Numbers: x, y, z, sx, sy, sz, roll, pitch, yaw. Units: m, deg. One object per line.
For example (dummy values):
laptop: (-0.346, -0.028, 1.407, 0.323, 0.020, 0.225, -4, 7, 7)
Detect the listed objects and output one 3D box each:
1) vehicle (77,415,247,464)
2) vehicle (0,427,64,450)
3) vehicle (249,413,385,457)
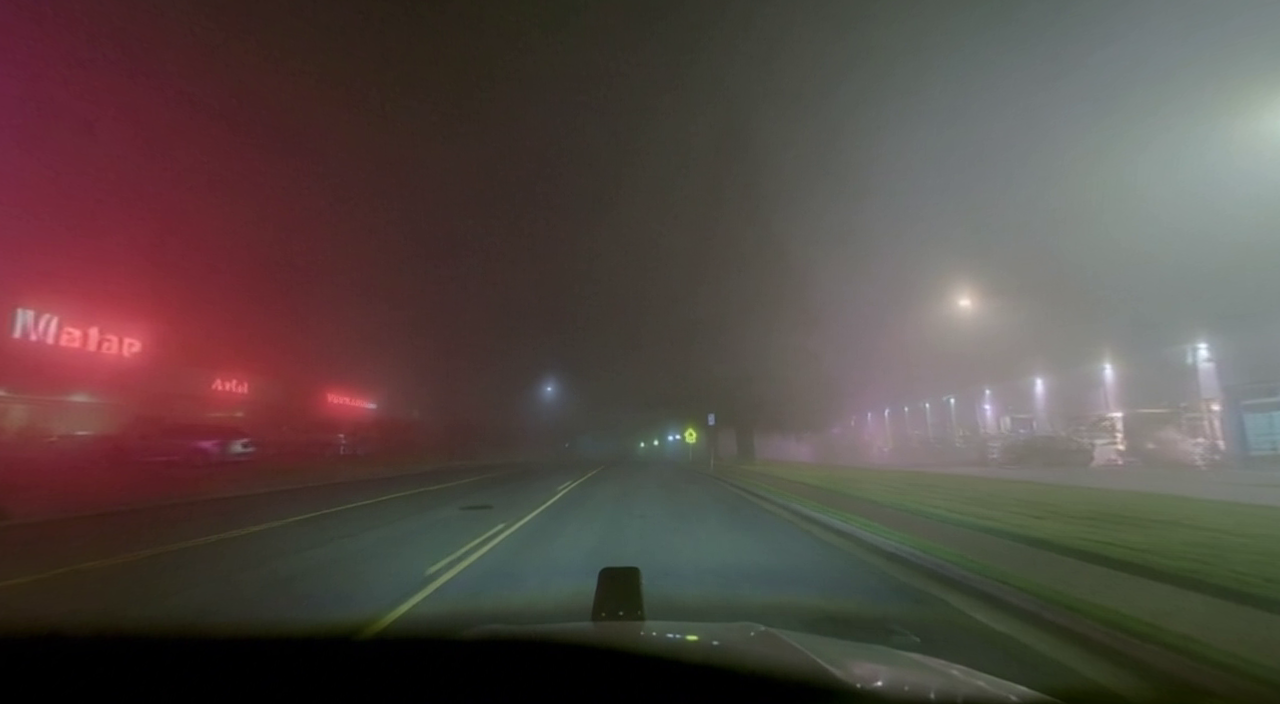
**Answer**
vehicle: (-19.409, 3.602, 25.877, 5.109, 1.891, 2.206, 0, -8, -1)
vehicle: (-46.373, 6.503, 47.504, 4.146, 1.644, 1.716, 5, -10, -33)
vehicle: (-19.776, 5.135, 38.977, 6.919, 2.613, 2.356, 1, -8, -5)
